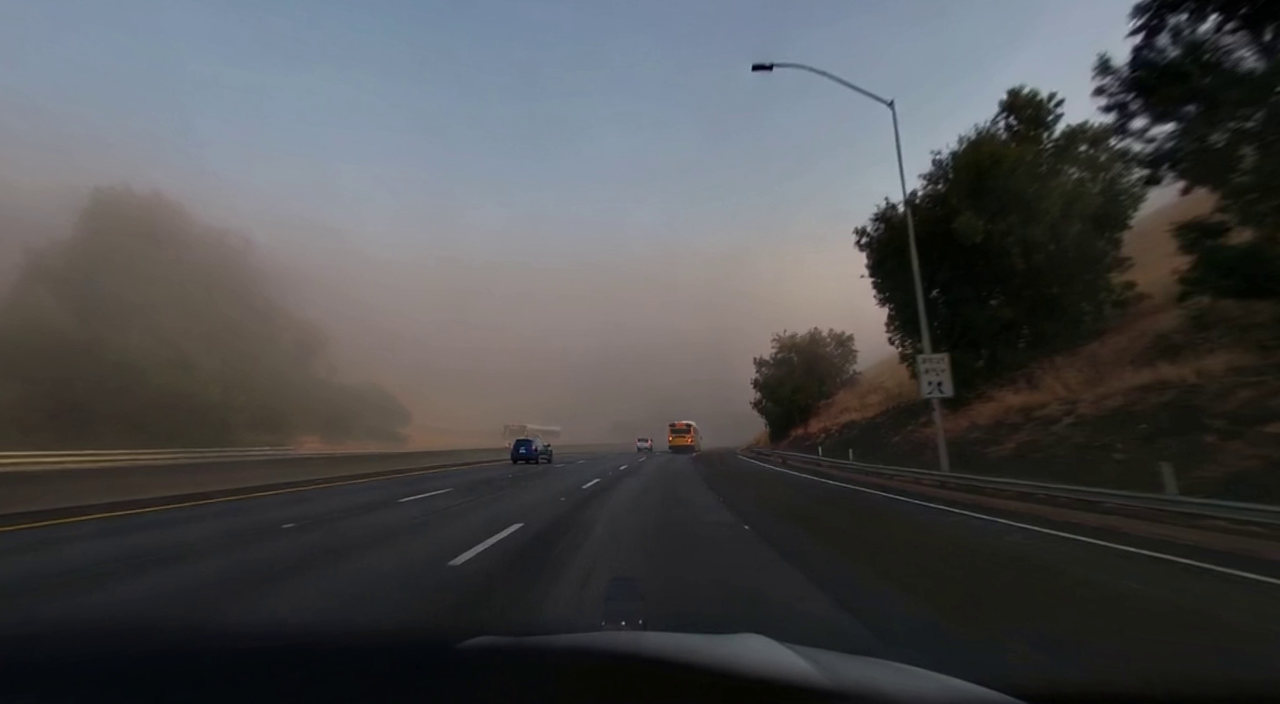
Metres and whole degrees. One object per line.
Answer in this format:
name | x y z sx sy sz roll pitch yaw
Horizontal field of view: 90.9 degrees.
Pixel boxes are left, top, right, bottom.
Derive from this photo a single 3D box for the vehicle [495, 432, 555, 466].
vehicle | -6.192 5.293 34.548 2.106 1.704 4.637 -1 -8 5
